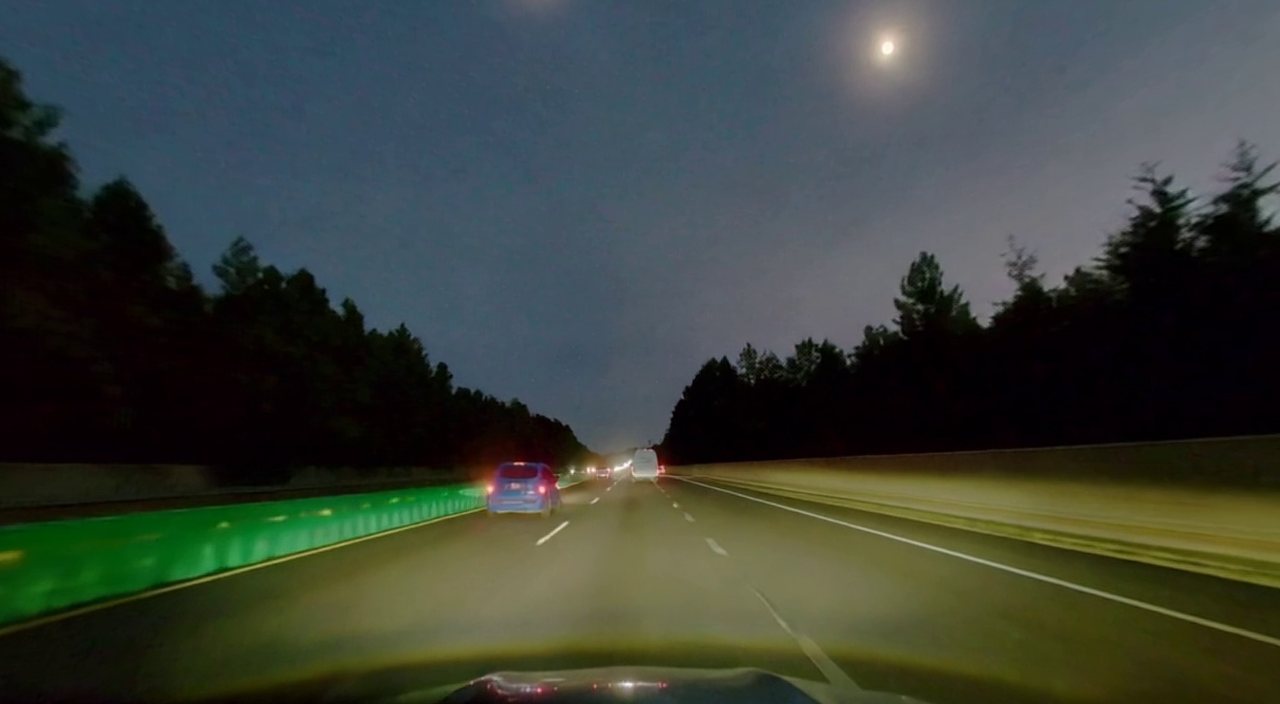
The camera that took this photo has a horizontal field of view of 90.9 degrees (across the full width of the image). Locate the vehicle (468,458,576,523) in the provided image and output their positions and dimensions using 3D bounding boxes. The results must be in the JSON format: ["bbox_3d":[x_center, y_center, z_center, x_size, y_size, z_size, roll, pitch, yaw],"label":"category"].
[{"bbox_3d":[-3.034,3.705,17.206,2.038,1.490,4.391,1,-11,1],"label":"vehicle"}]
